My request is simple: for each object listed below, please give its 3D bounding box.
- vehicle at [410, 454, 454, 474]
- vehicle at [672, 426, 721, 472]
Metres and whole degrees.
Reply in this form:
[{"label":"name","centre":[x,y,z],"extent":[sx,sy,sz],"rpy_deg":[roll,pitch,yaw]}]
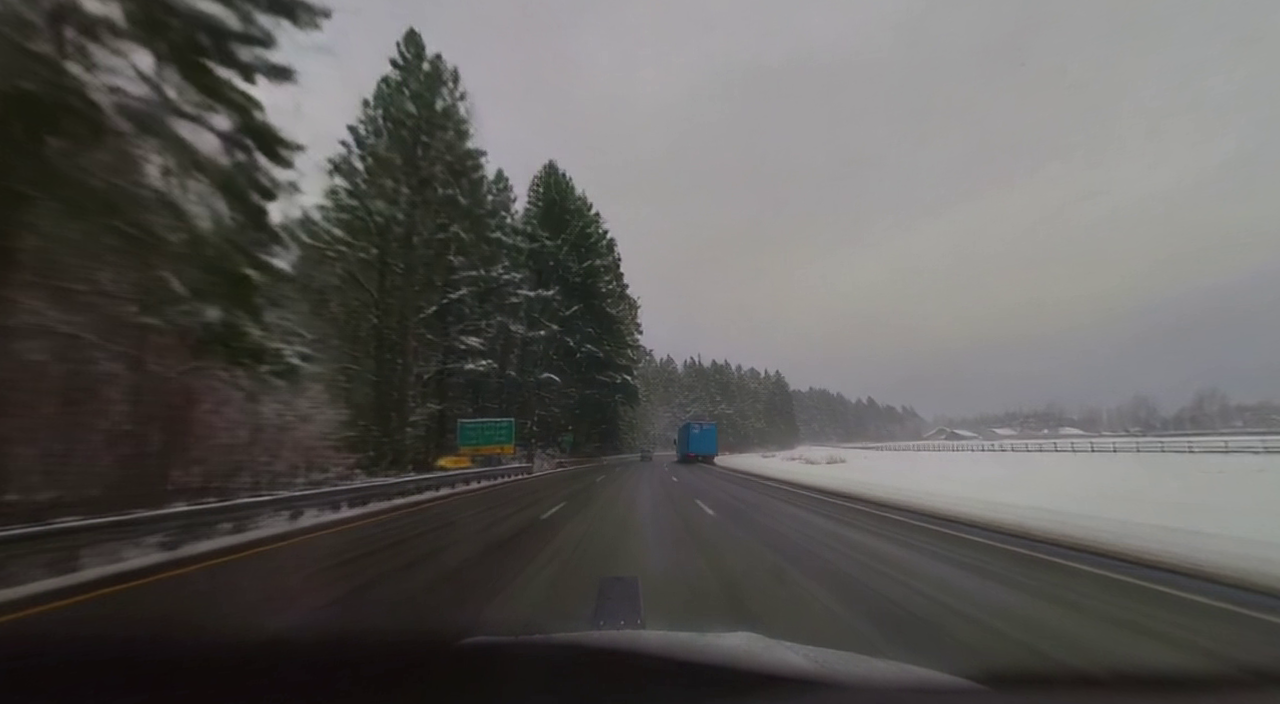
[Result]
[{"label":"vehicle","centre":[-15.208,8.207,46.312],"extent":[1.886,1.433,3.791],"rpy_deg":[0,-9,1]},{"label":"vehicle","centre":[3.661,6.435,41.844],"extent":[2.572,2.795,5.978],"rpy_deg":[0,-9,-1]}]
